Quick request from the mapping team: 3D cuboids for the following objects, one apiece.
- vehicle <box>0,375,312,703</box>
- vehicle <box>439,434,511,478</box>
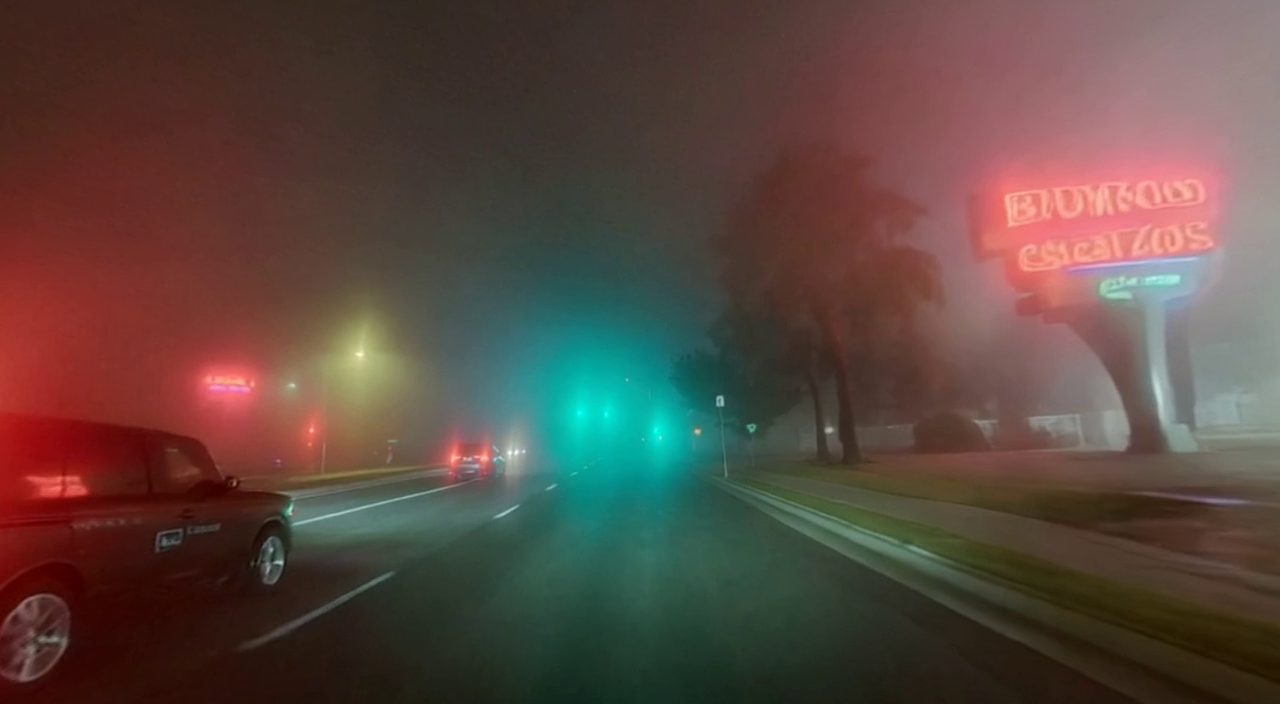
[{"bbox_3d":[-4.101,1.058,3.757,2.041,1.666,4.182,0,-8,-1],"label":"vehicle"},{"bbox_3d":[-7.460,4.755,28.959,2.136,1.844,4.363,0,-8,0],"label":"vehicle"}]
